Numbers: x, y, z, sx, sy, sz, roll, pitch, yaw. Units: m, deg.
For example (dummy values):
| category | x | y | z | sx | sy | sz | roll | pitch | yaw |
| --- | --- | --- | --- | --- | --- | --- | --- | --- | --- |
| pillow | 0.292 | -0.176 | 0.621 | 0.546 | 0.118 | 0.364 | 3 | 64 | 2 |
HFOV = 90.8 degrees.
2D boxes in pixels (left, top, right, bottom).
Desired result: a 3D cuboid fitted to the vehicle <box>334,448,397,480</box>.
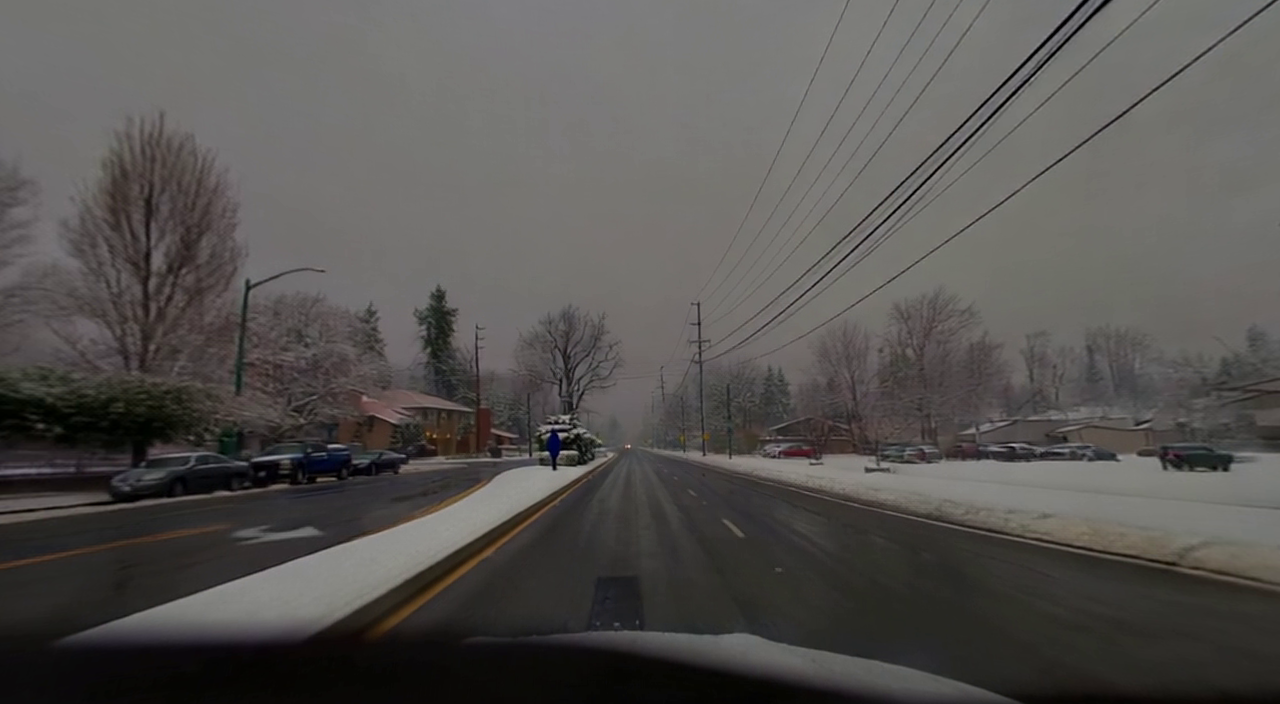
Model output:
| category | x | y | z | sx | sy | sz | roll | pitch | yaw |
| --- | --- | --- | --- | --- | --- | --- | --- | --- | --- |
| vehicle | -15.435 | 6.280 | 35.758 | 2.106 | 1.517 | 4.632 | -4 | -8 | -9 |

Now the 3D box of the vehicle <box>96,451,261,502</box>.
| category | x | y | z | sx | sy | sz | roll | pitch | yaw |
| --- | --- | --- | --- | --- | --- | --- | --- | --- | --- |
| vehicle | -15.232 | 4.094 | 21.248 | 2.058 | 1.479 | 4.519 | 0 | -9 | 1 |

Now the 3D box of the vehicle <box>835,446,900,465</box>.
| category | x | y | z | sx | sy | sz | roll | pitch | yaw |
| --- | --- | --- | --- | --- | --- | --- | --- | --- | --- |
| vehicle | 17.493 | 7.957 | 48.707 | 4.246 | 1.427 | 2.055 | 0 | -9 | -1 |

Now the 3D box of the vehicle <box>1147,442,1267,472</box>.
| category | x | y | z | sx | sy | sz | roll | pitch | yaw |
| --- | --- | --- | --- | --- | --- | --- | --- | --- | --- |
| vehicle | 33.277 | 6.157 | 37.281 | 1.792 | 1.586 | 4.905 | 0 | -9 | -17 |

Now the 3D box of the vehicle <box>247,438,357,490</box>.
| category | x | y | z | sx | sy | sz | roll | pitch | yaw |
| --- | --- | --- | --- | --- | --- | --- | --- | --- | --- |
| vehicle | -15.078 | 4.988 | 28.599 | 2.298 | 1.979 | 4.920 | -4 | -9 | 0 |
